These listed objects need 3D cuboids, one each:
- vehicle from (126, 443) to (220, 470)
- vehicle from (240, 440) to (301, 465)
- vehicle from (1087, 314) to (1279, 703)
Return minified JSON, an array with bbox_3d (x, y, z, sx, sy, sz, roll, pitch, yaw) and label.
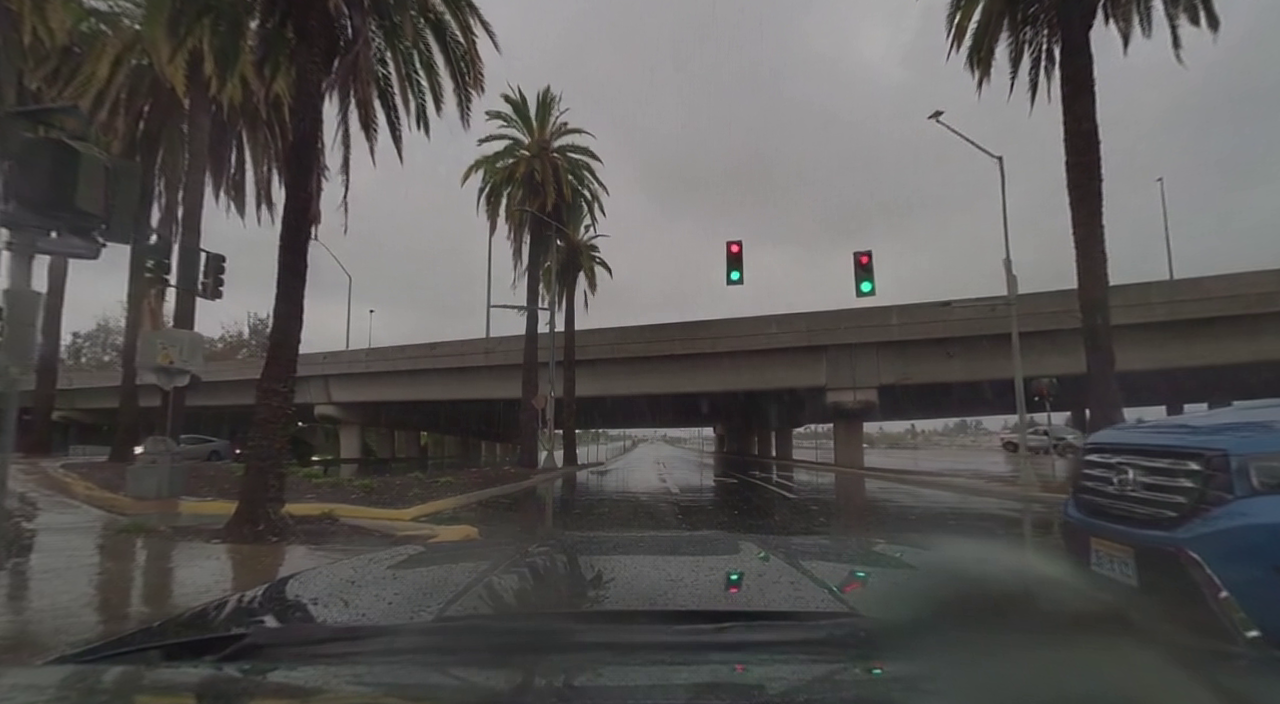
[{"bbox_3d":[-26.561,5.956,36.006,1.830,1.443,4.551,0,-9,1],"label":"vehicle"},{"bbox_3d":[-26.272,7.152,44.906,1.941,1.631,4.017,0,-9,0],"label":"vehicle"},{"bbox_3d":[3.452,0.531,0.974,2.028,1.770,4.737,0,-9,1],"label":"vehicle"}]
